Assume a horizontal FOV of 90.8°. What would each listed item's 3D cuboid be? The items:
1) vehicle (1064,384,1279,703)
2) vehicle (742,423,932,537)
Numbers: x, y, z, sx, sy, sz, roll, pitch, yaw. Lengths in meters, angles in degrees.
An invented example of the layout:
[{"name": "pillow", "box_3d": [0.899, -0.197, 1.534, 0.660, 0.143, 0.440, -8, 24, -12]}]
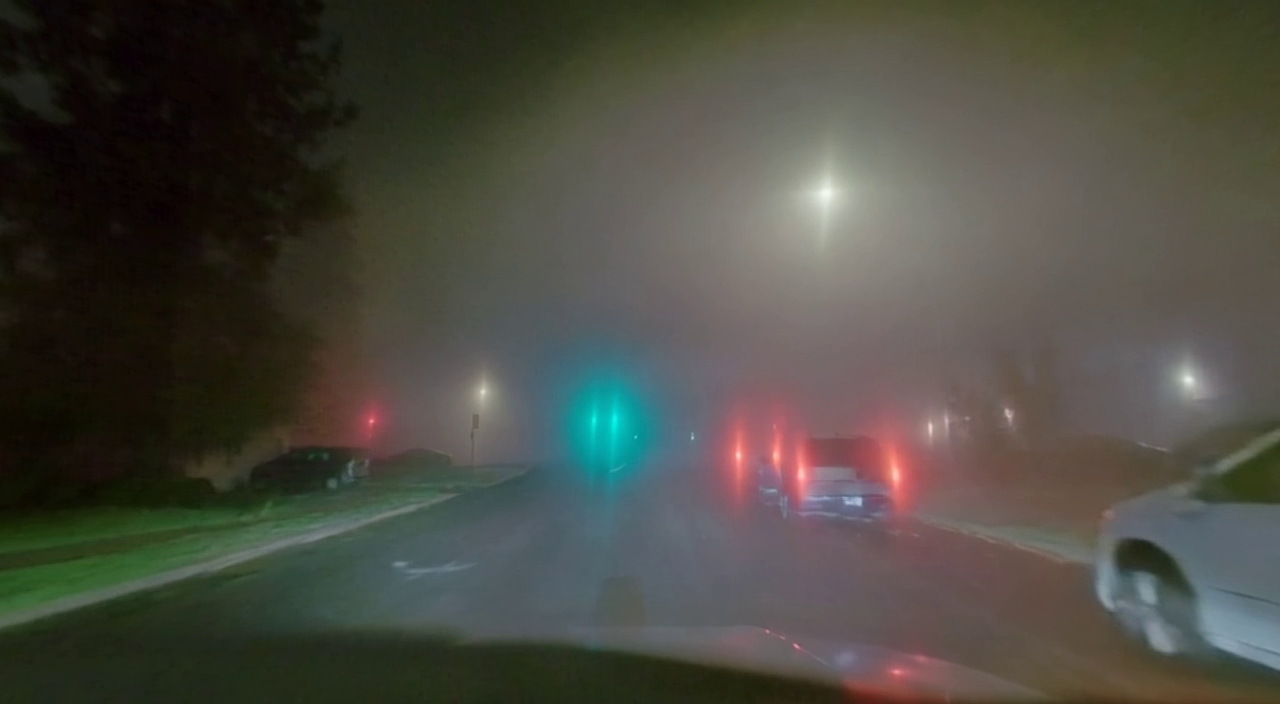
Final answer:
[{"name": "vehicle", "box_3d": [4.112, 0.820, 2.160, 2.043, 1.585, 4.687, 0, -8, 0]}, {"name": "vehicle", "box_3d": [3.160, 2.157, 11.279, 2.037, 1.595, 4.536, -1, -8, 2]}]
